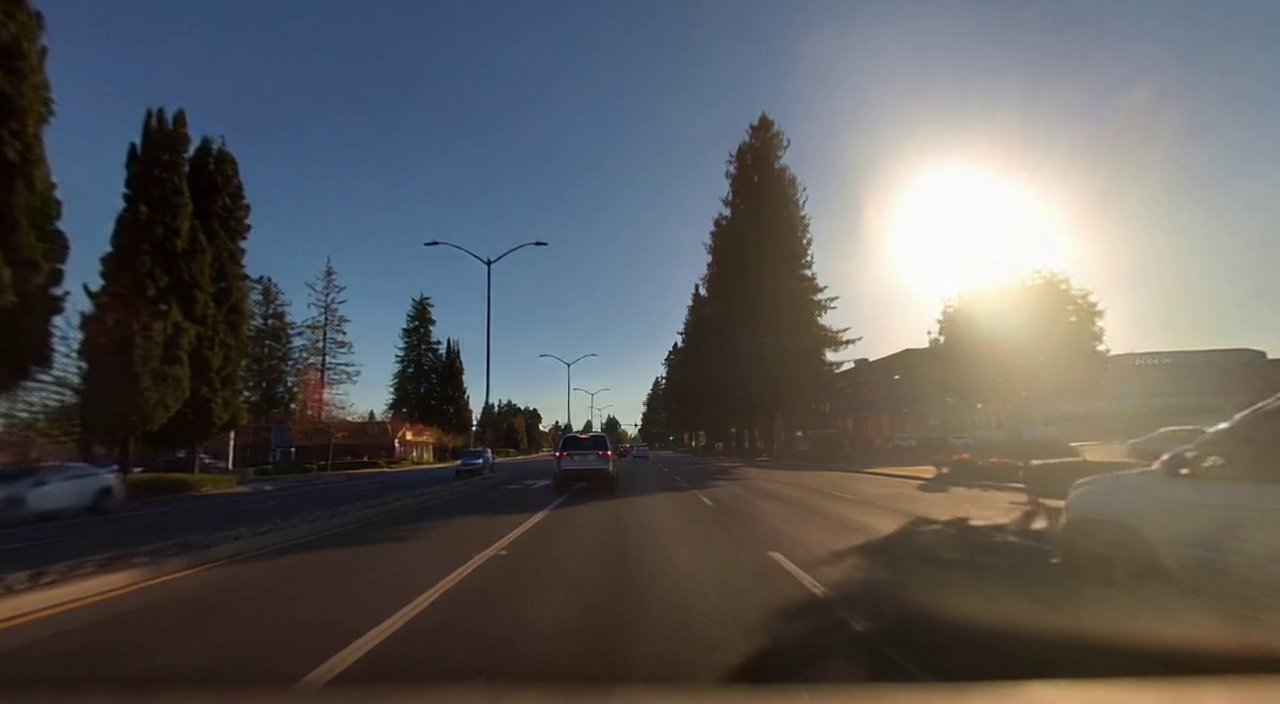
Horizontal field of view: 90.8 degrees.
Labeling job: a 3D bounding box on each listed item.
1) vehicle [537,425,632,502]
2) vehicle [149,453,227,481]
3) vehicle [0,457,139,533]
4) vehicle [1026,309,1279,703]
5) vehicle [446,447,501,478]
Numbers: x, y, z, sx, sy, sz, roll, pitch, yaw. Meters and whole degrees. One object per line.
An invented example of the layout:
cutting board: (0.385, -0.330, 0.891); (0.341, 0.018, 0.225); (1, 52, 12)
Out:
vehicle: (-1.498, 3.093, 17.983); (2.300, 1.870, 4.936); (0, -8, -3)
vehicle: (-28.539, 7.252, 39.973); (3.590, 1.477, 1.837); (-3, -8, 0)
vehicle: (-15.489, 3.533, 16.016); (2.022, 1.615, 4.324); (0, -8, 0)
vehicle: (3.525, 0.597, 1.488); (2.238, 1.767, 4.563); (0, -8, -1)
vehicle: (-9.114, 6.069, 34.964); (2.001, 1.579, 3.930); (0, -8, 0)
